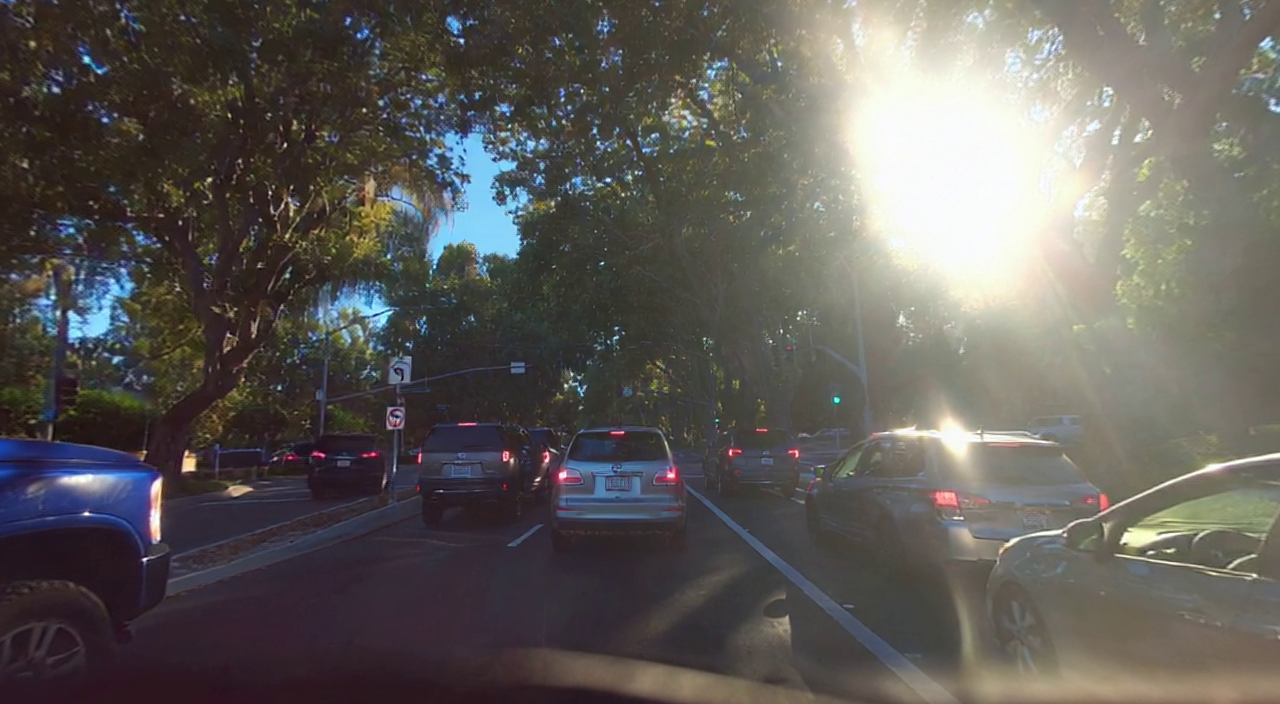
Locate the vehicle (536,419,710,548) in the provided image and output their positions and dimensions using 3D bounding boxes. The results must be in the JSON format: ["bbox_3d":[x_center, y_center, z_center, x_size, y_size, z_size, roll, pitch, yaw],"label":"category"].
[{"bbox_3d":[-0.223,1.934,9.881,2.194,1.607,3.690,0,-8,0],"label":"vehicle"}]

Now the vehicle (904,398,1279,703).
[{"bbox_3d":[3.009,0.963,2.517,1.874,1.477,4.698,0,-8,0],"label":"vehicle"}]

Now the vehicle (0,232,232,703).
[{"bbox_3d":[-3.482,0.356,0.316,2.656,2.021,5.800,0,-8,0],"label":"vehicle"}]

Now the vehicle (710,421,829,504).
[{"bbox_3d":[3.132,2.800,16.376,2.102,1.841,4.587,0,-8,0],"label":"vehicle"}]

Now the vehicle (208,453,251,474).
[{"bbox_3d":[-31.342,8.478,48.031,1.950,1.431,4.198,8,-12,-42],"label":"vehicle"}]

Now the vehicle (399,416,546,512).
[{"bbox_3d":[-3.631,2.526,14.656,2.089,1.857,4.488,0,-8,1],"label":"vehicle"}]

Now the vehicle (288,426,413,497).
[{"bbox_3d":[-8.248,3.141,18.527,2.088,1.787,4.728,1,-9,-9],"label":"vehicle"}]
